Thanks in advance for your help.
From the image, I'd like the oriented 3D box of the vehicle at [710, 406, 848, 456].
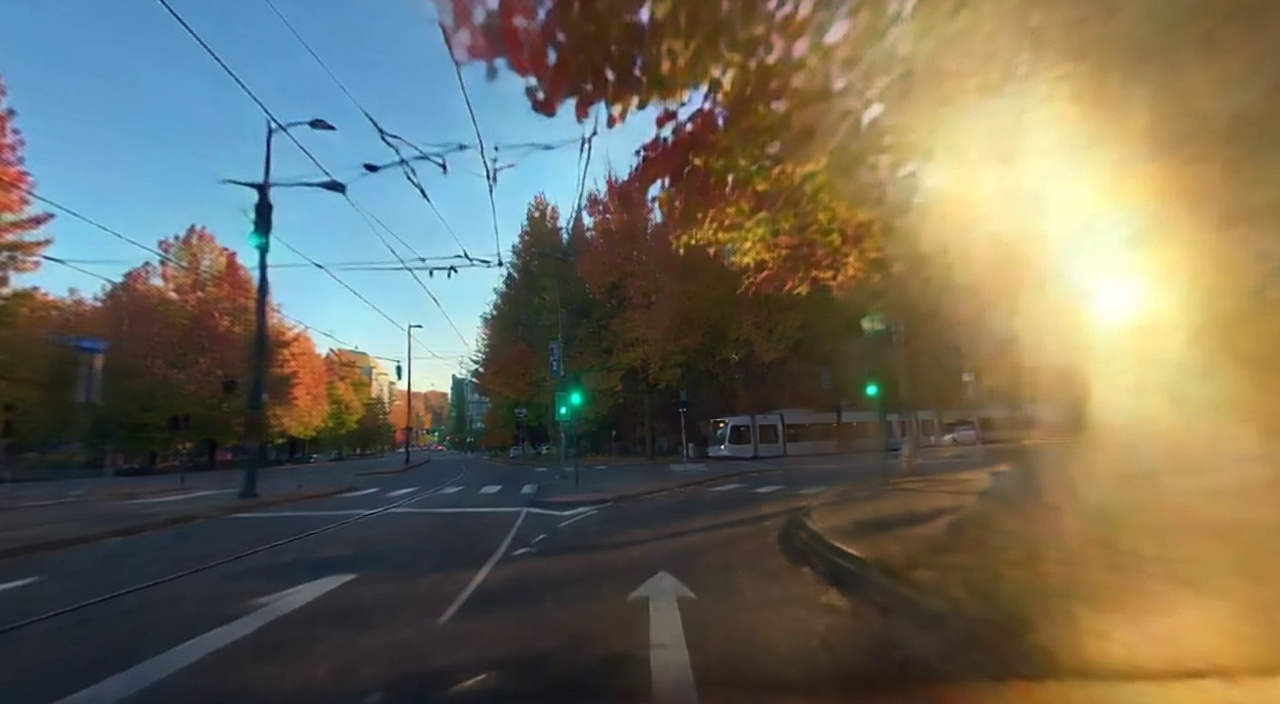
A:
[{"bbox_3d":[11.007,6.340,49.839,10.391,3.725,2.904,2,-9,-14],"label":"vehicle"}]
